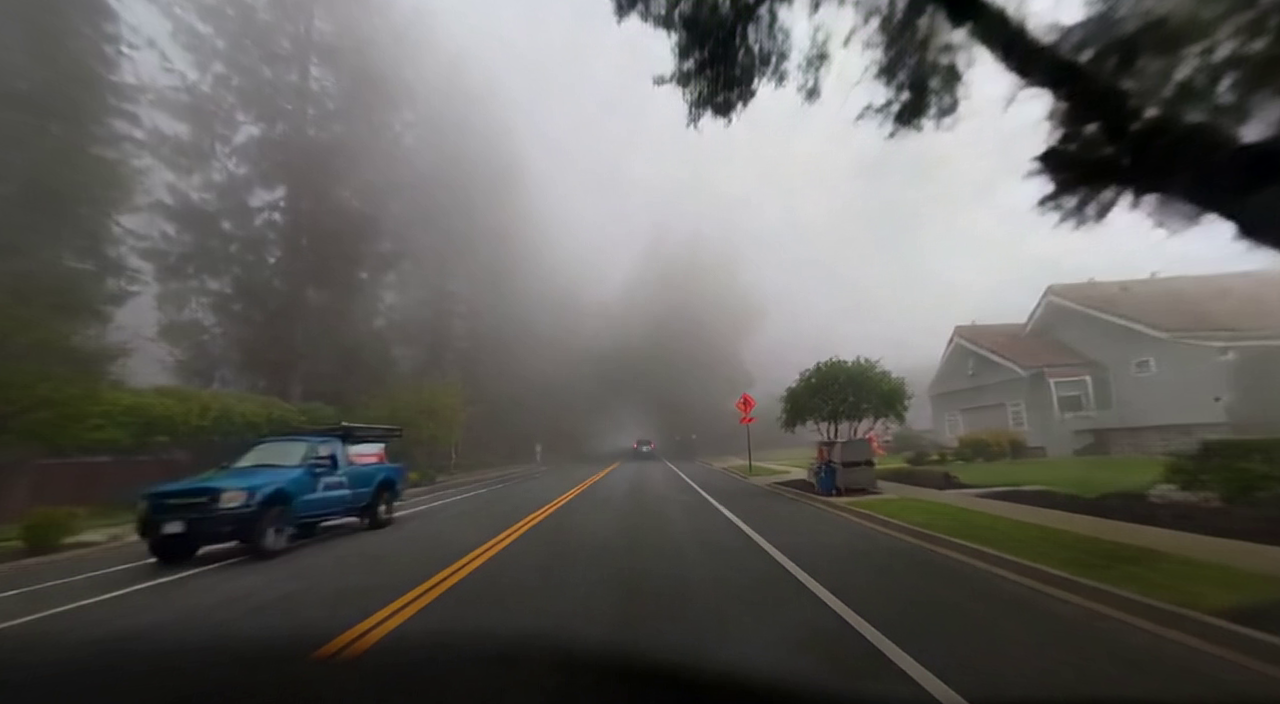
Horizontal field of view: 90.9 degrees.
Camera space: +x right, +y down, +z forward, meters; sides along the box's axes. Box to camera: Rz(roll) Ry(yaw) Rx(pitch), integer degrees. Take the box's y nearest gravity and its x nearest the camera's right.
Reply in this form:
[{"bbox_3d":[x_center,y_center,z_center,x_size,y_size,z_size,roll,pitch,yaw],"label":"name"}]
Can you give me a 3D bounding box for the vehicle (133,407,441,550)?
[{"bbox_3d":[-6.905,2.498,13.306,2.517,2.323,5.205,-3,-9,18],"label":"vehicle"}]
